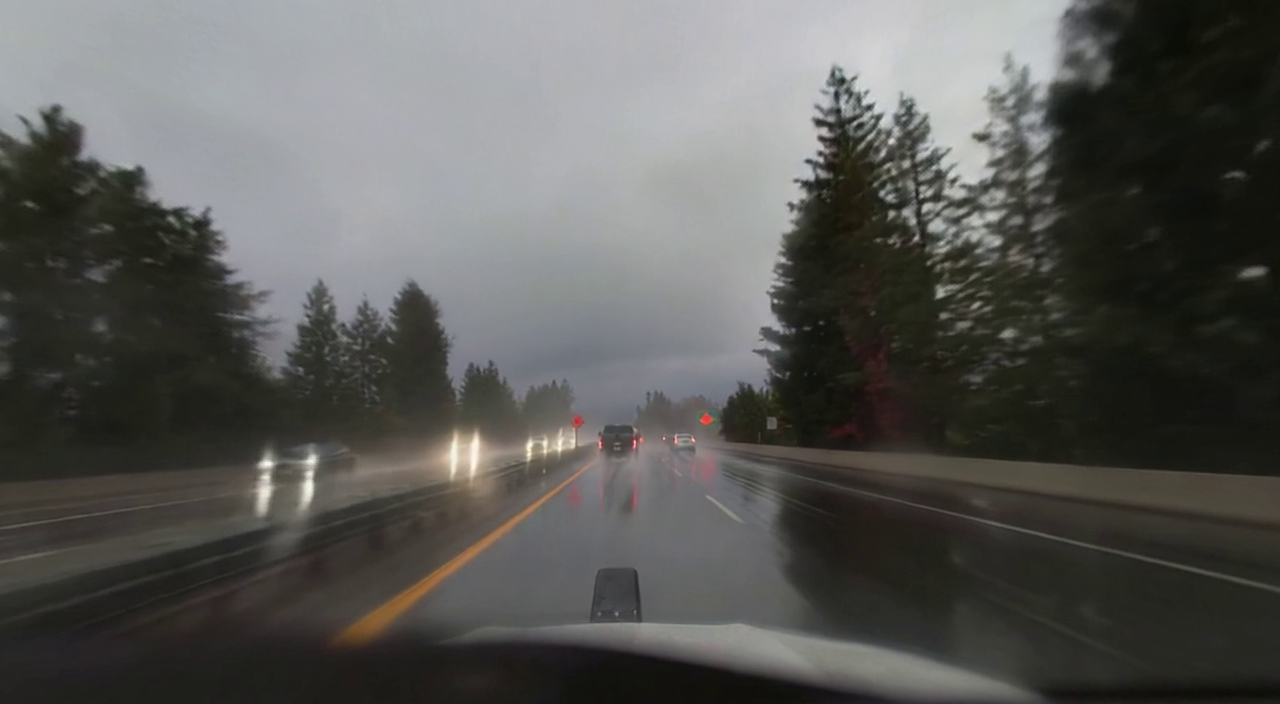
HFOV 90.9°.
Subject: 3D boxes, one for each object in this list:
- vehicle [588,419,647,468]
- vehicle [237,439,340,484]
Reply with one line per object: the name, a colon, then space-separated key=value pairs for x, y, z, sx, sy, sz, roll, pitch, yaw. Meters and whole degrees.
vehicle: x=-1.011 y=4.186 z=29.003 sx=2.503 sy=2.044 sz=4.633 roll=0 pitch=-8 yaw=-1
vehicle: x=-14.140 y=4.389 z=25.618 sx=1.878 sy=1.649 sz=3.987 roll=0 pitch=-8 yaw=0
